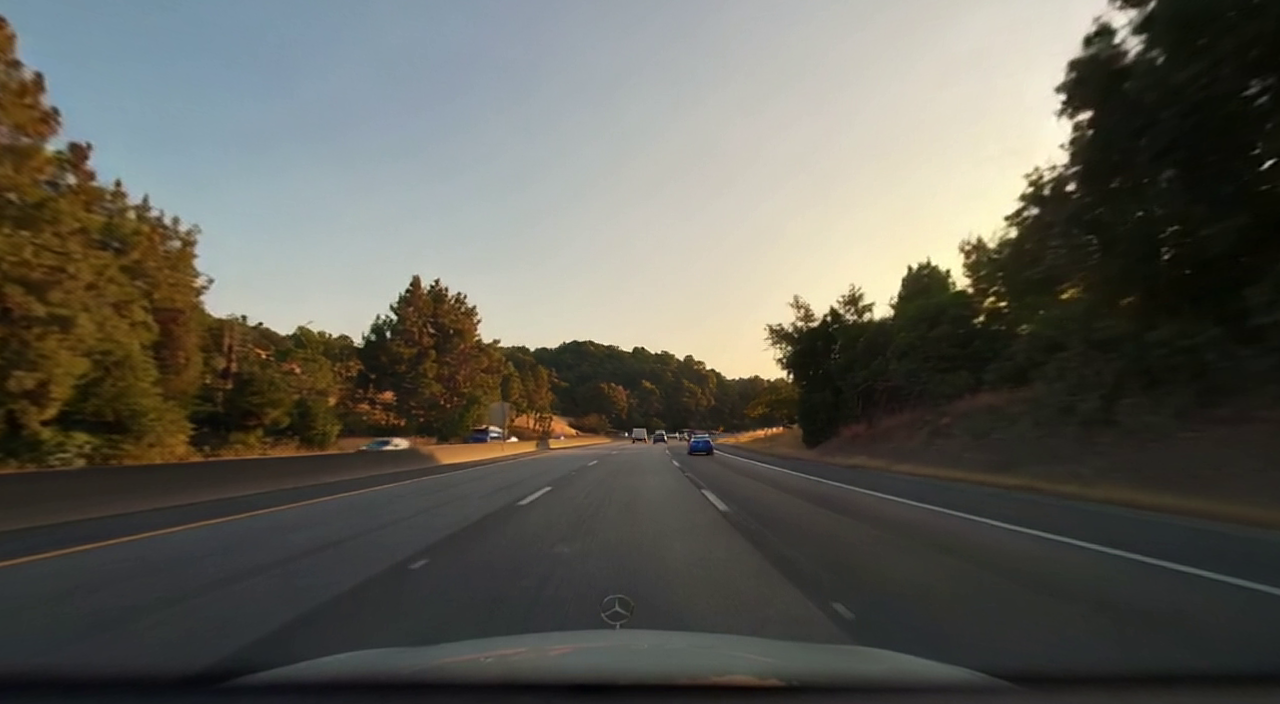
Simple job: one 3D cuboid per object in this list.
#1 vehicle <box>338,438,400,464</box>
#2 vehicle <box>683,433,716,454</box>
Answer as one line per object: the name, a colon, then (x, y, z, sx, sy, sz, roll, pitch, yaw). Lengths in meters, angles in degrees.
vehicle: (-16.535, 6.015, 38.553, 1.783, 1.467, 4.405, 0, -8, 1)
vehicle: (4.267, 6.669, 45.858, 1.982, 1.452, 4.294, 0, -8, 0)
